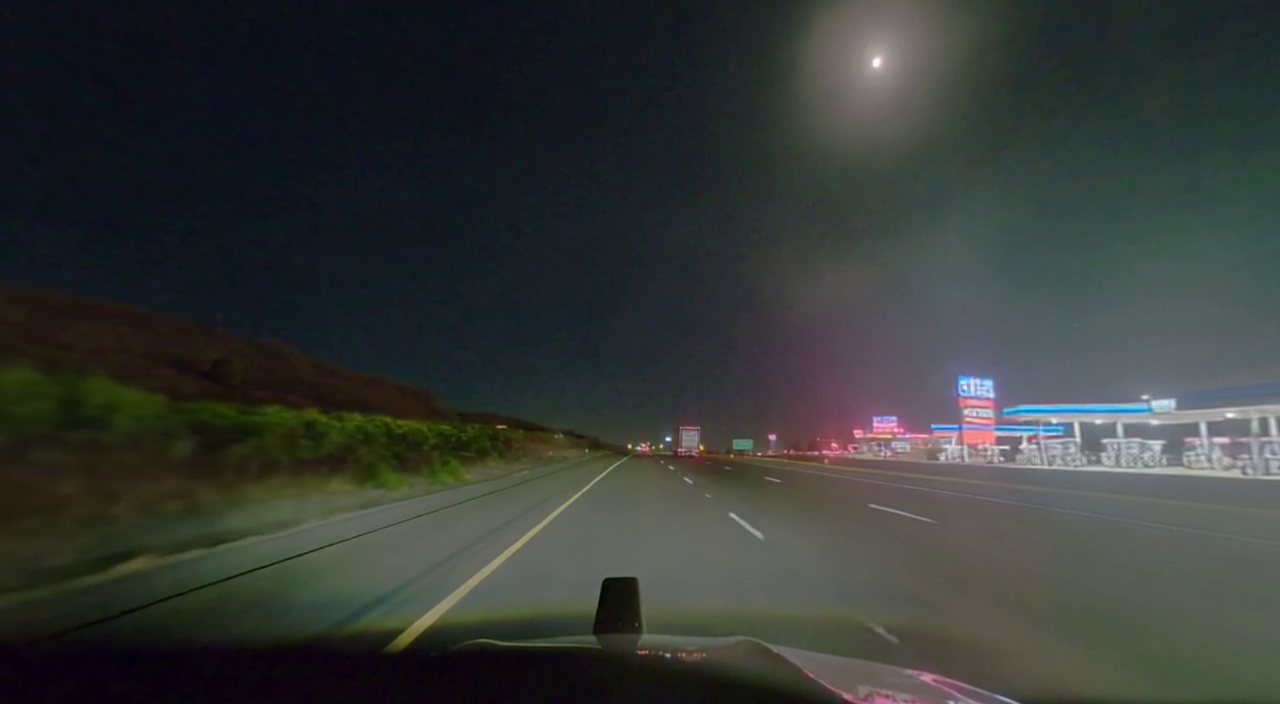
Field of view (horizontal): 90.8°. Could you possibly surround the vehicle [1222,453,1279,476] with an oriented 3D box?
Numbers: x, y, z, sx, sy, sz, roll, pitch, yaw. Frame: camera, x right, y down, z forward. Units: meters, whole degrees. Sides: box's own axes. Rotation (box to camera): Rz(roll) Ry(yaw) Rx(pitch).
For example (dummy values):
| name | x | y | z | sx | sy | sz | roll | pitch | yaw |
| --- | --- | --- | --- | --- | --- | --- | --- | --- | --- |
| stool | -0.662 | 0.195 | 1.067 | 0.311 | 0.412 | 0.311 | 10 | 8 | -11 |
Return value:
| name | x | y | z | sx | sy | sz | roll | pitch | yaw |
| --- | --- | --- | --- | --- | --- | --- | --- | --- | --- |
| vehicle | 43.494 | 7.740 | 43.679 | 1.820 | 1.466 | 4.874 | 0 | -8 | 1 |
